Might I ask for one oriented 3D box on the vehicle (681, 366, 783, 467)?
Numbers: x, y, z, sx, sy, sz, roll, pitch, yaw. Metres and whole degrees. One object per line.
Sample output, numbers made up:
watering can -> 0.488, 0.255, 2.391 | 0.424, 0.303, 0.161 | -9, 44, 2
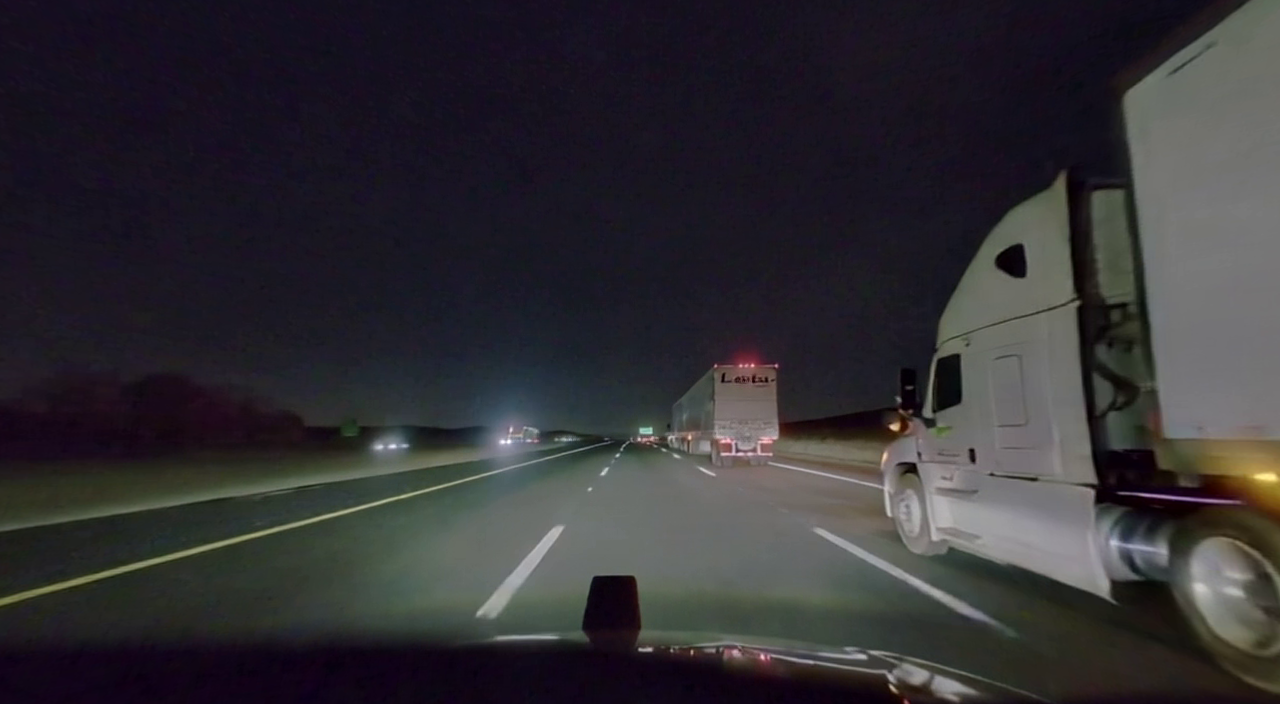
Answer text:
vehicle -> 4.145, 3.523, 32.137 | 2.920, 4.029, 13.900 | 0, -8, -1

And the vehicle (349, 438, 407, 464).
vehicle -> -16.293, 6.166, 39.284 | 1.820, 1.506, 4.258 | 0, -8, 0
